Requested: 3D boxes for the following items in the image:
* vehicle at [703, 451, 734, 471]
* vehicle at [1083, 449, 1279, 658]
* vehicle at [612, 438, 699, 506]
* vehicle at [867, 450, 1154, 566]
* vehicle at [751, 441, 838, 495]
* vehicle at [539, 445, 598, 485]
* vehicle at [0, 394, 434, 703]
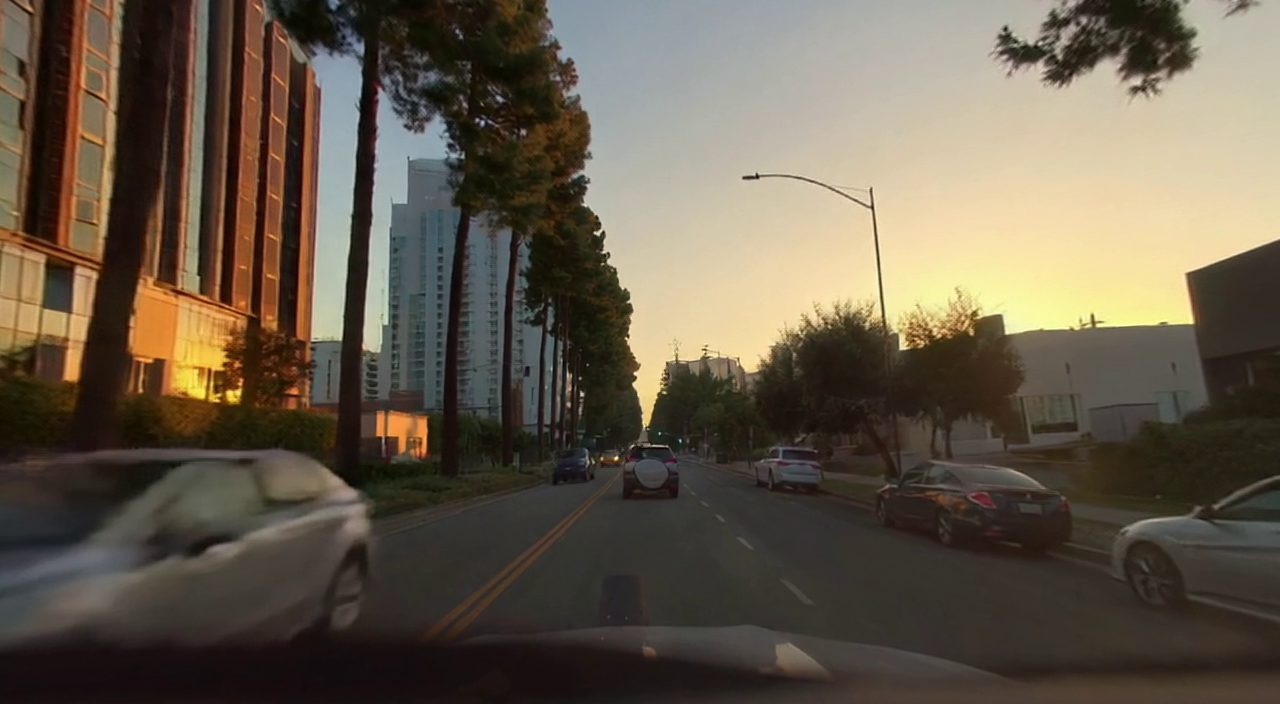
[{"bbox_3d":[6.145,8.595,49.853,1.885,1.467,4.546,0,-9,0],"label":"vehicle"},{"bbox_3d":[5.508,1.395,4.151,1.809,1.478,4.623,0,-9,0],"label":"vehicle"},{"bbox_3d":[0.407,3.242,17.419,2.105,1.653,3.887,0,-9,1],"label":"vehicle"},{"bbox_3d":[5.687,2.396,10.634,1.852,1.452,4.852,0,-9,-1],"label":"vehicle"},{"bbox_3d":[5.674,4.313,23.850,2.059,1.813,4.637,0,-9,-1],"label":"vehicle"},{"bbox_3d":[-3.296,5.290,29.926,2.167,1.717,4.448,0,-9,1],"label":"vehicle"},{"bbox_3d":[-2.820,1.139,3.406,1.979,1.534,4.076,0,-9,1],"label":"vehicle"}]
